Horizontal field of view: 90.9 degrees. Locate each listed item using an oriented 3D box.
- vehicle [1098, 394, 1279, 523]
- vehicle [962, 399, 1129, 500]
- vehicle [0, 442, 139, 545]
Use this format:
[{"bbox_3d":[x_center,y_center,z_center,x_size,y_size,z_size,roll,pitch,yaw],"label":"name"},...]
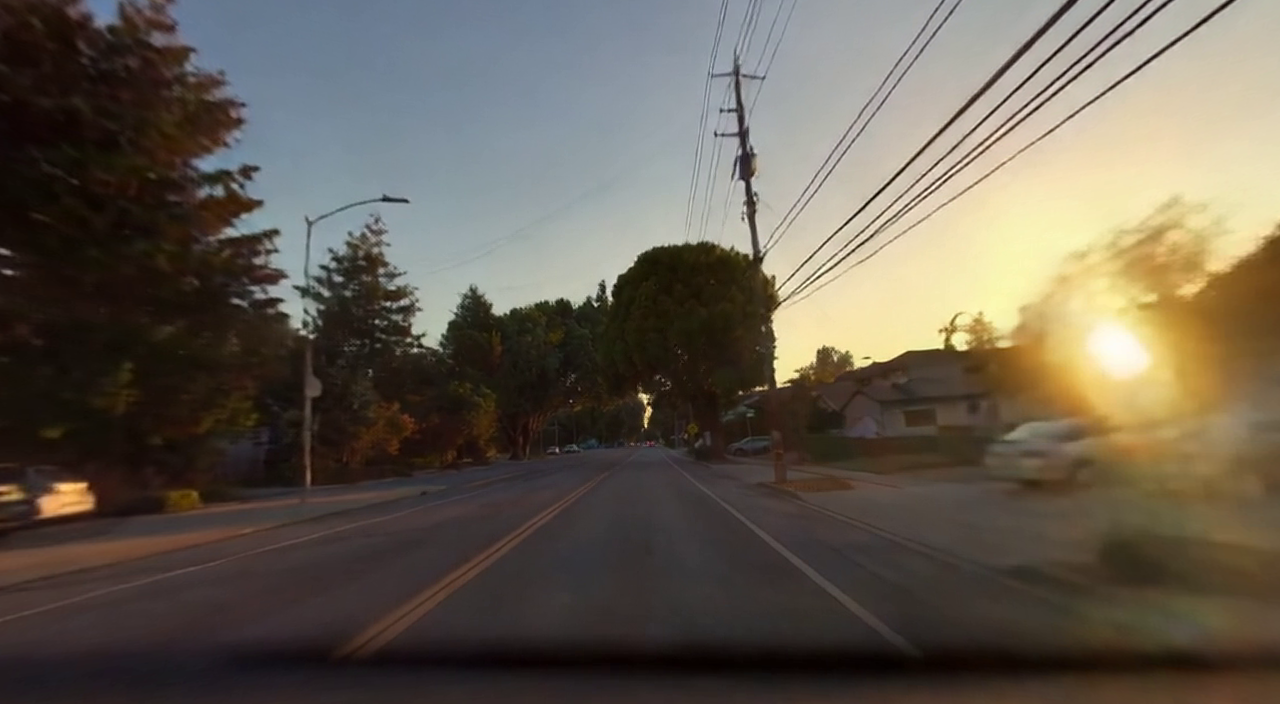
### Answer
[{"bbox_3d":[10.351,1.559,9.901,4.626,1.731,2.007,-3,-8,-1],"label":"vehicle"},{"bbox_3d":[9.541,2.225,14.639,2.087,1.903,5.134,-8,-11,44],"label":"vehicle"},{"bbox_3d":[-13.105,2.759,12.508,2.053,1.906,4.889,0,-9,3],"label":"vehicle"}]
